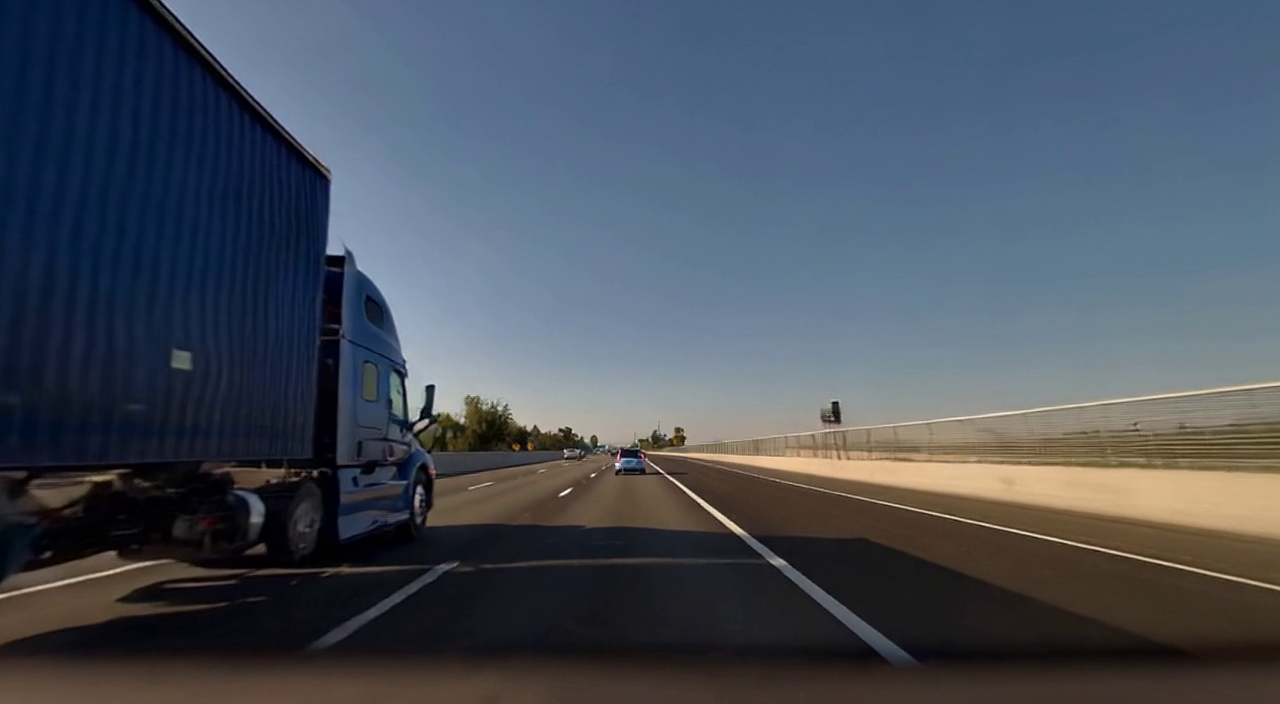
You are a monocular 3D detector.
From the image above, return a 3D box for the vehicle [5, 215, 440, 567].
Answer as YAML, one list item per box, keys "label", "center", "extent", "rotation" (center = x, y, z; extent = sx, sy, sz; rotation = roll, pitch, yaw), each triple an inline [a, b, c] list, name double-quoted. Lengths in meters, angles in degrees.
- label: "vehicle"
  center: [-4.209, 0.474, 7.092]
  extent: [3.036, 3.291, 2.419]
  rotation: [0, -9, -2]

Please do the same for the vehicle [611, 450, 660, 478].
- label: "vehicle"
  center: [-0.259, 5.921, 33.449]
  extent: [2.398, 1.336, 5.698]
  rotation: [0, -9, -1]
